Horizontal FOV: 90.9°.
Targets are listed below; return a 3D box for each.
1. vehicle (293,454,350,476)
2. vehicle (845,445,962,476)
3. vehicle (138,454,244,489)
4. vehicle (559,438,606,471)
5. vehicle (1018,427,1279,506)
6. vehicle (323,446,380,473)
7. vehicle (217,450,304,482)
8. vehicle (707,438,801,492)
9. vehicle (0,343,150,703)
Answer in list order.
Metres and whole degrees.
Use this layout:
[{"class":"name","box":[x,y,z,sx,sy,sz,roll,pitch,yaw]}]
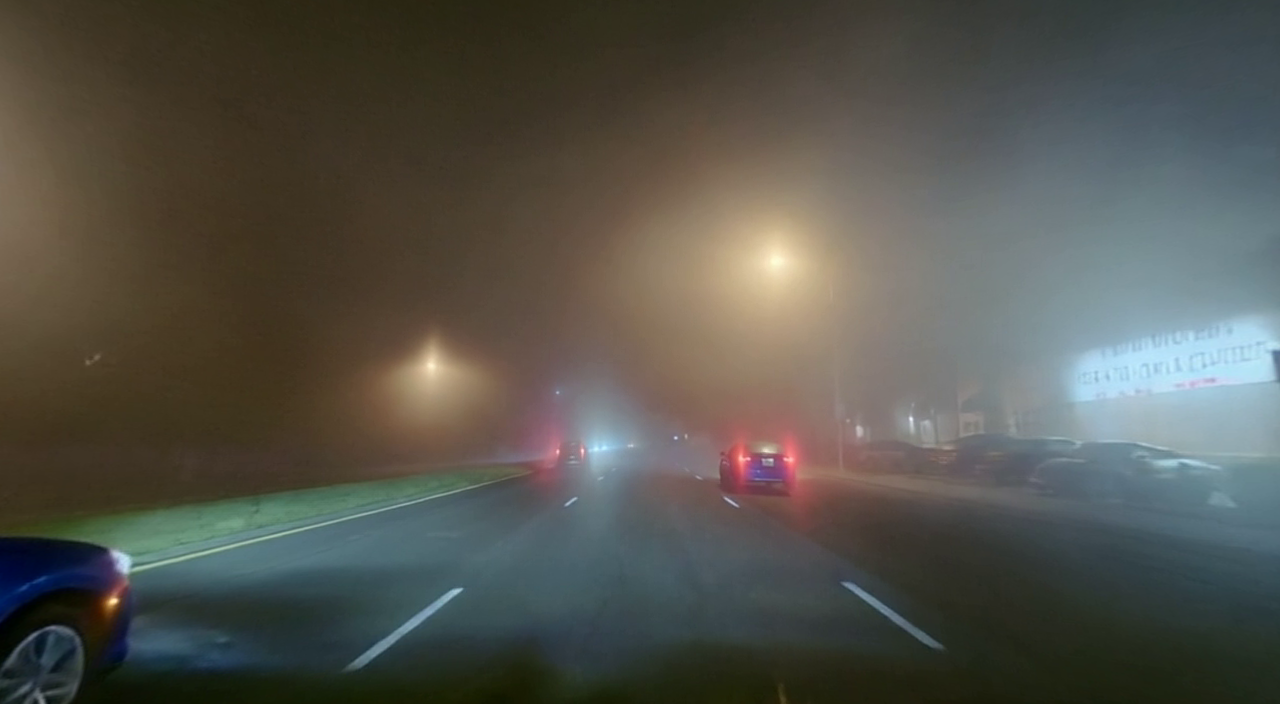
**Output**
[{"class":"vehicle","box":[-21.675,7.696,42.992,1.838,1.351,3.904,0,-8,0]},{"class":"vehicle","box":[12.686,5.231,30.574,4.757,1.327,2.062,0,-7,-2]},{"class":"vehicle","box":[-21.665,5.753,30.639,1.799,1.465,4.390,-1,-8,2]},{"class":"vehicle","box":[-3.027,5.481,33.888,2.113,1.626,4.129,0,-8,0]},{"class":"vehicle","box":[13.413,2.985,16.815,5.342,1.867,2.147,0,-8,-7]},{"class":"vehicle","box":[-21.926,8.164,48.129,2.203,1.857,4.581,0,-8,-1]},{"class":"vehicle","box":[-21.678,6.493,36.244,2.029,1.636,4.549,-1,-8,2]},{"class":"vehicle","box":[3.431,3.490,19.841,2.083,1.474,4.360,0,-8,-1]},{"class":"vehicle","box":[-3.627,0.588,0.872,2.023,1.720,4.741,0,-8,1]}]
